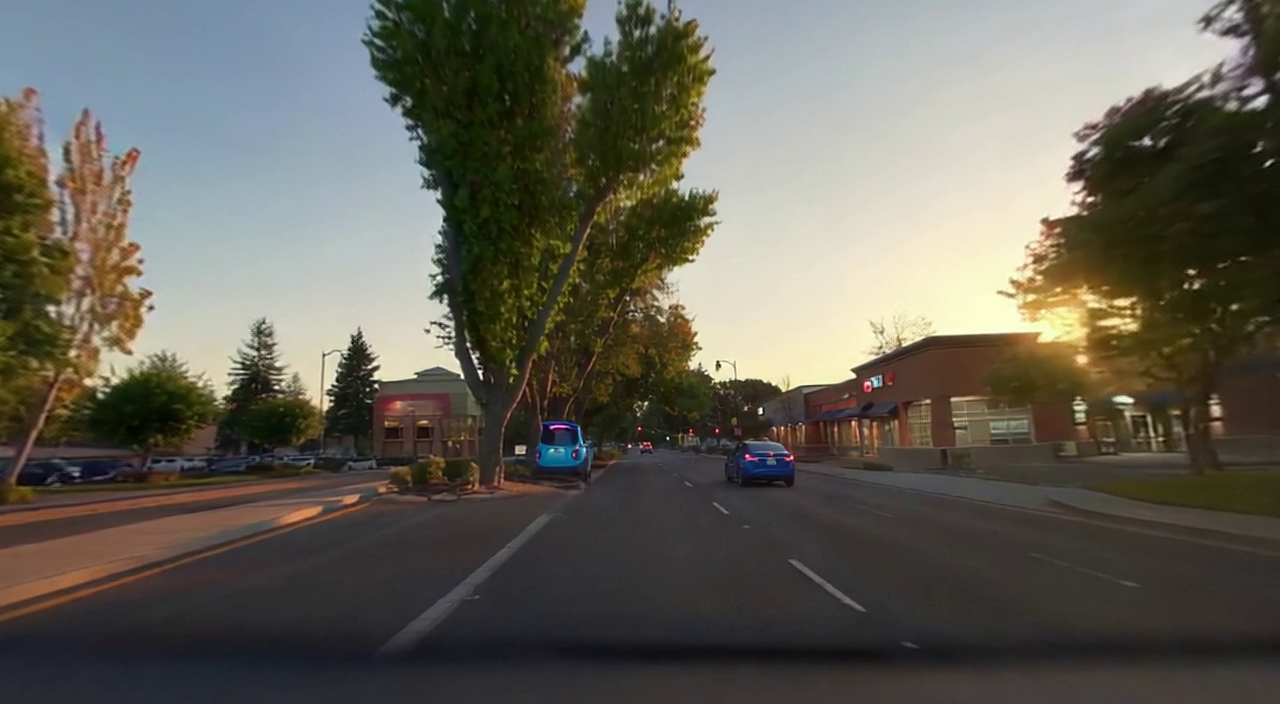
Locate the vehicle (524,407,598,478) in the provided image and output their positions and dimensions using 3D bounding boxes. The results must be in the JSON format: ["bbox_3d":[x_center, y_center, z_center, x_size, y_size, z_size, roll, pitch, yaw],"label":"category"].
[{"bbox_3d":[-3.311,4.015,27.854,2.443,2.784,5.862,0,-9,1],"label":"vehicle"}]

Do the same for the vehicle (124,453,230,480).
[{"bbox_3d":[-31.901,7.899,43.823,5.692,1.725,2.144,5,-10,-33],"label":"vehicle"}]

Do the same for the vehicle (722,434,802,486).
[{"bbox_3d":[4.234,3.818,22.618,1.869,1.646,4.166,0,-9,-2],"label":"vehicle"}]
